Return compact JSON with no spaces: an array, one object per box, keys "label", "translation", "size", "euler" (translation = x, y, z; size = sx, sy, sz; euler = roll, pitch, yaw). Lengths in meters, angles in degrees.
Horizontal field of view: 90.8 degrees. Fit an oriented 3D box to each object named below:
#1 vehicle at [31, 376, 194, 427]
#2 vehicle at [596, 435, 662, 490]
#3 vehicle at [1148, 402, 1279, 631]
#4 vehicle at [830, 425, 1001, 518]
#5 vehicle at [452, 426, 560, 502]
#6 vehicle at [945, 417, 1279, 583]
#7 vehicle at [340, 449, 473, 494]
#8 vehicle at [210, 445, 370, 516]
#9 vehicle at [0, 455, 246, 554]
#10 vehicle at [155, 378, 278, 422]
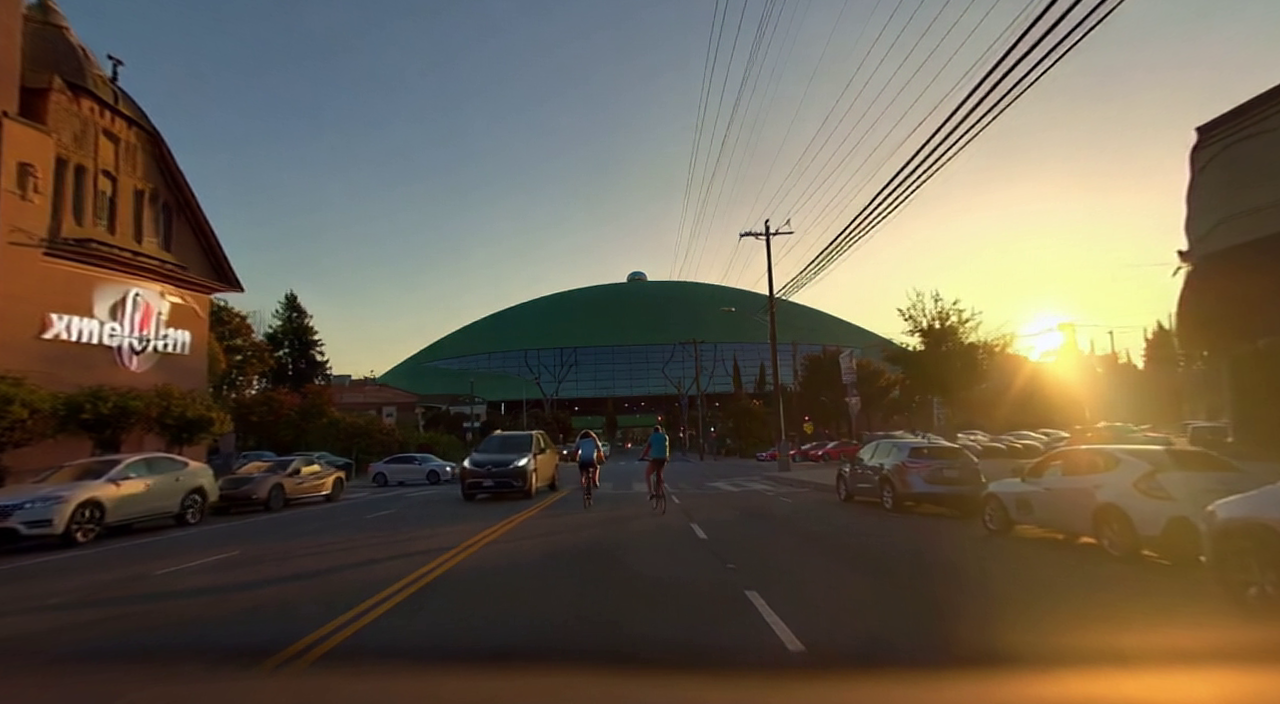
[{"label":"vehicle","translation":[-17.290,1.661,20.850],"size":[3.750,1.495,1.727],"euler":[-1,-8,-2]},{"label":"vehicle","translation":[-0.385,3.950,22.901],"size":[2.190,1.783,4.048],"euler":[0,-8,-1]},{"label":"vehicle","translation":[5.538,1.012,3.393],"size":[1.972,1.623,4.469],"euler":[0,-8,2]},{"label":"vehicle","translation":[5.790,2.543,13.902],"size":[1.873,1.714,3.979],"euler":[0,-8,-1]},{"label":"vehicle","translation":[-3.834,3.317,19.130],"size":[2.184,1.954,4.898],"euler":[0,-8,0]},{"label":"vehicle","translation":[5.862,1.713,8.099],"size":[1.900,1.566,3.995],"euler":[0,-8,0]},{"label":"vehicle","translation":[-10.265,5.277,28.113],"size":[4.961,1.832,2.287],"euler":[0,-8,-1]},{"label":"vehicle","translation":[-10.274,3.755,19.142],"size":[2.075,1.816,4.900],"euler":[0,-8,-1]},{"label":"vehicle","translation":[-10.274,2.856,12.581],"size":[1.904,1.495,4.585],"euler":[0,-8,0]},{"label":"vehicle","translation":[-17.139,1.986,25.722],"size":[3.685,1.584,1.708],"euler":[1,-9,-3]}]
